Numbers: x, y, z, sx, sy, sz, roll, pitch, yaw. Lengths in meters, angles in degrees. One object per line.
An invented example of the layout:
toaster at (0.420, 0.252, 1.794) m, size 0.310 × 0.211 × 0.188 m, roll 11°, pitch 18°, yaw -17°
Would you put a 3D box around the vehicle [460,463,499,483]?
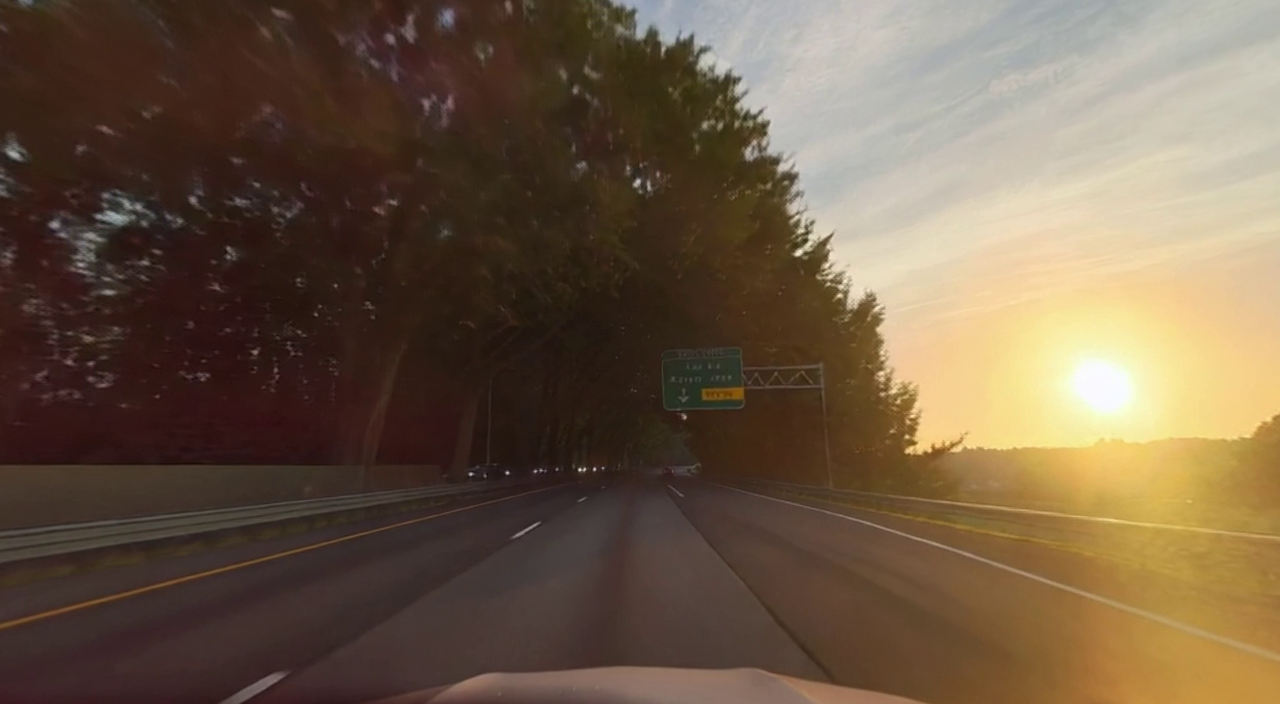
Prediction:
vehicle at (-12.667, 9.581, 49.933) m, size 1.858 × 1.466 × 4.258 m, roll 1°, pitch -11°, yaw 1°
